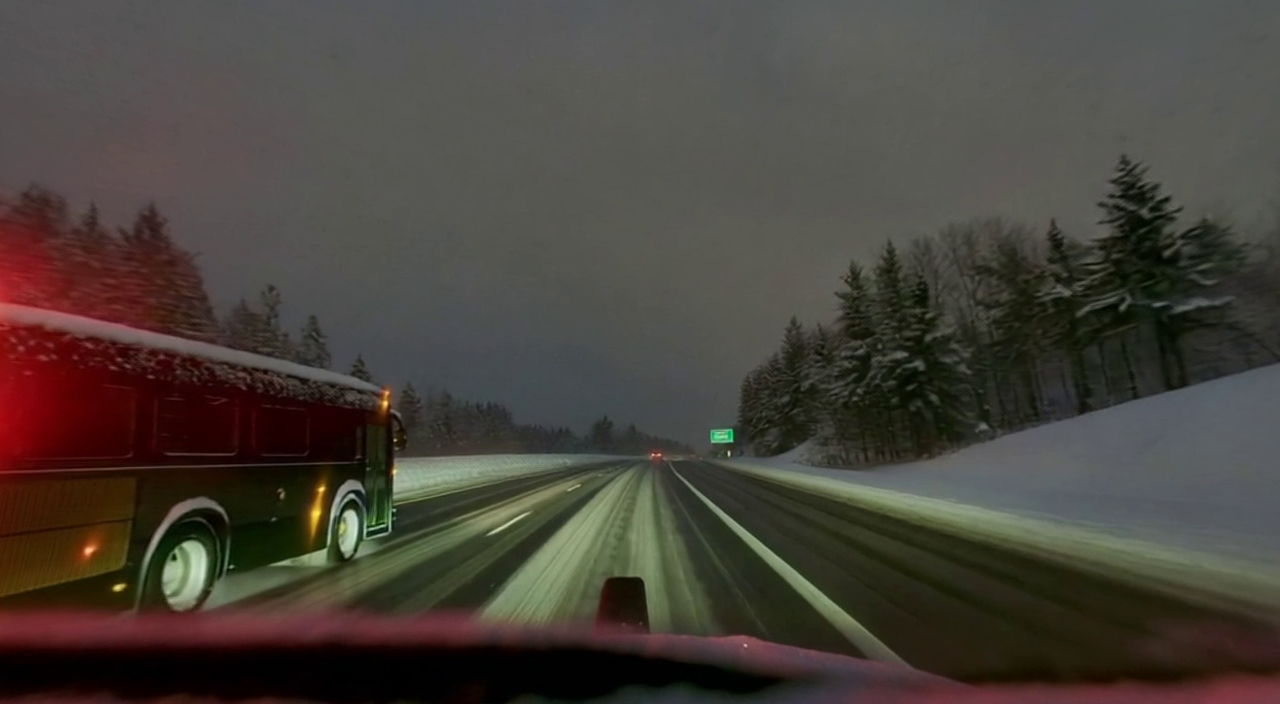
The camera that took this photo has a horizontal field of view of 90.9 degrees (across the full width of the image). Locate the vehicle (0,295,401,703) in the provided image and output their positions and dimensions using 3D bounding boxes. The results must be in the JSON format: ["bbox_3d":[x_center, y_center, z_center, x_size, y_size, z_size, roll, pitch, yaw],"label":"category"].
[{"bbox_3d":[-3.980,1.034,4.874,2.127,1.985,5.205,0,-8,1],"label":"vehicle"}]
